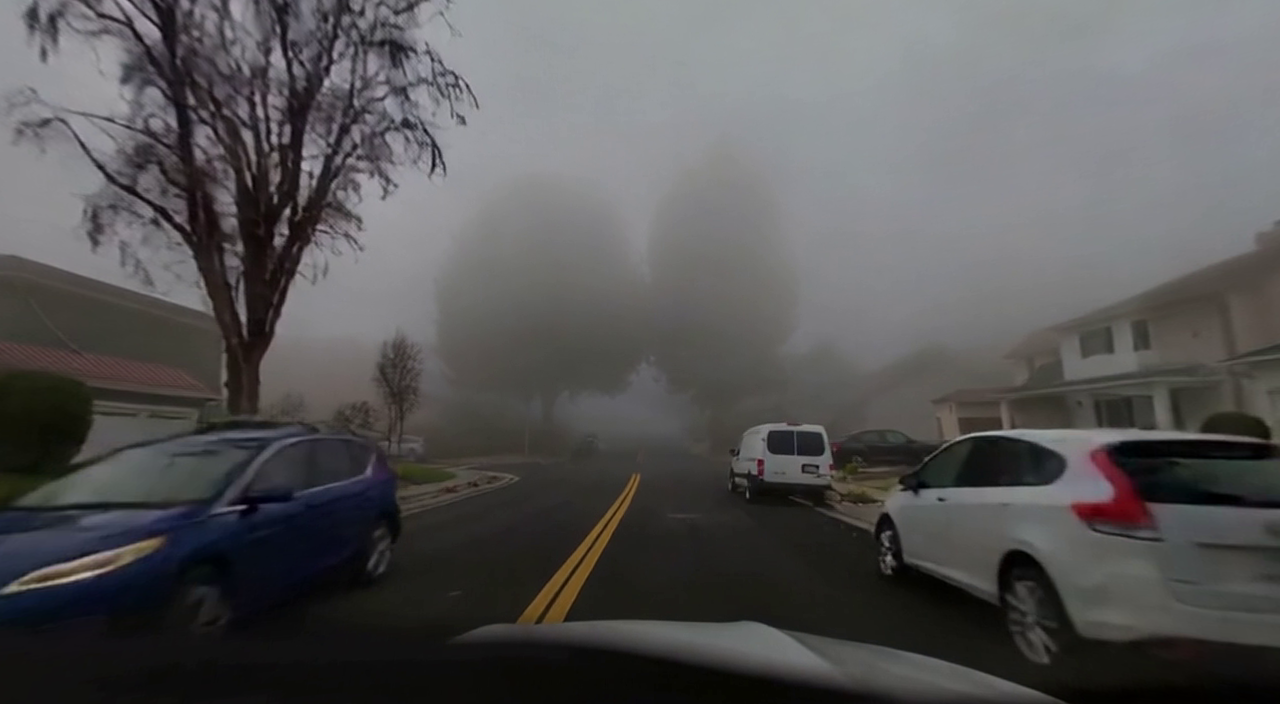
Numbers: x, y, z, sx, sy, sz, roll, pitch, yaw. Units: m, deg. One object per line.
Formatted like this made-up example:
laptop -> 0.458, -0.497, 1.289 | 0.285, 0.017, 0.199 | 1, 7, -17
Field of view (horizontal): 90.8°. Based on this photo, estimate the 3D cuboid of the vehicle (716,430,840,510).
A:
vehicle -> 3.248, 2.927, 16.151 | 2.074, 1.646, 5.457 | 1, -9, 1

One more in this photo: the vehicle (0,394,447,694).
vehicle -> -3.979, 1.495, 6.362 | 2.278, 1.704, 5.321 | 0, -8, 1

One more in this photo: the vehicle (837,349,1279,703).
vehicle -> 3.026, 1.122, 4.505 | 1.822, 1.668, 4.147 | 0, -9, -1
